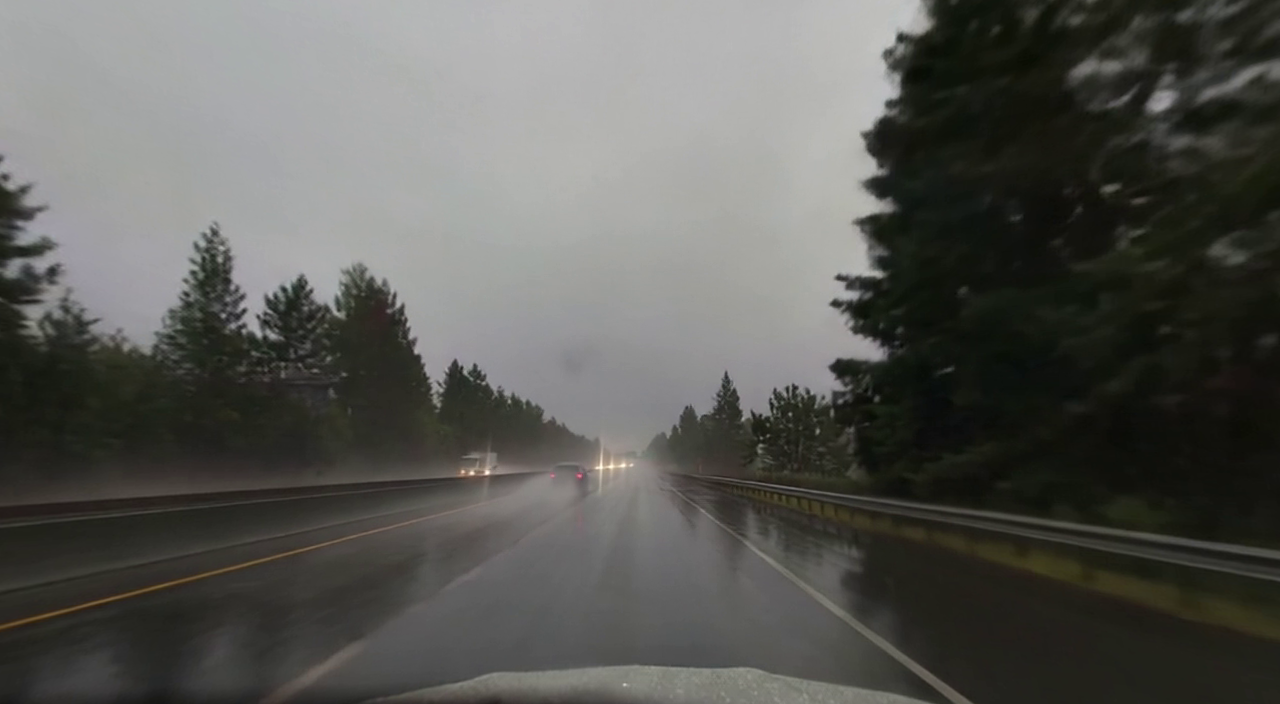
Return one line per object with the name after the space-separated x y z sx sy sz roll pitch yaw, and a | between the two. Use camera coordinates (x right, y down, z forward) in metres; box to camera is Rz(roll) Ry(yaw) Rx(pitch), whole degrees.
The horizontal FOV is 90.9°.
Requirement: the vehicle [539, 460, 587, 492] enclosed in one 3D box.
-4.238 6.890 35.160 2.180 1.618 4.219 1 -10 -1 | vehicle
